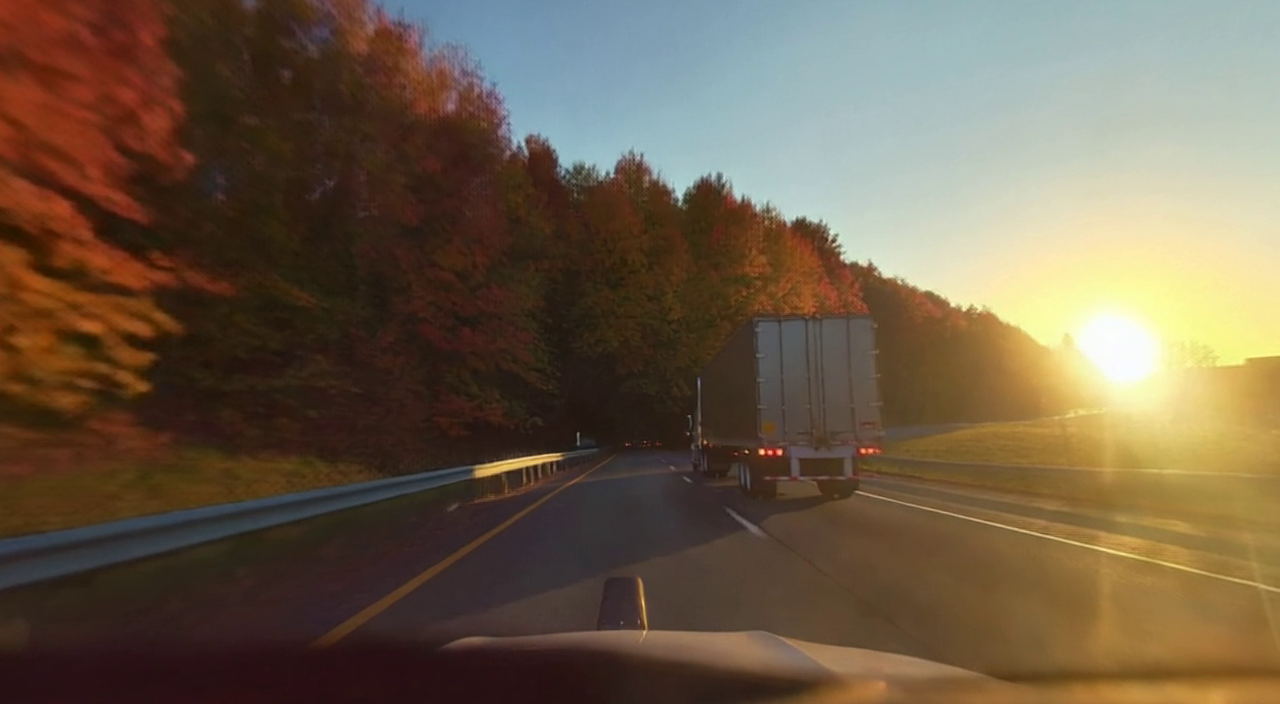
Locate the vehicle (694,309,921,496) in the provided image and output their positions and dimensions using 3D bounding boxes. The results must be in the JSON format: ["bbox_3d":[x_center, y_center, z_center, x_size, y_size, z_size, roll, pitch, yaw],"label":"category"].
[{"bbox_3d":[4.258,2.121,21.081,3.357,4.101,14.659,0,-8,-1],"label":"vehicle"}]
